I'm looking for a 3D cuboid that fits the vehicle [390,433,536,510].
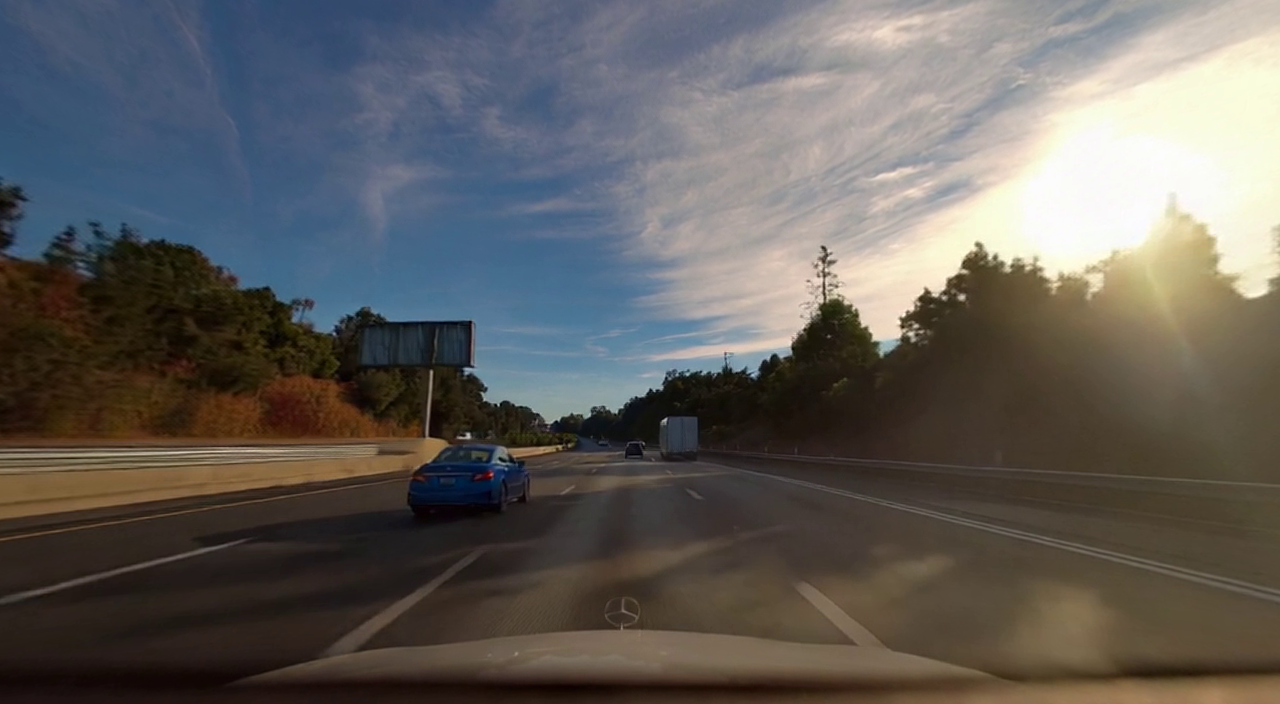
[{"bbox_3d":[-3.837,2.672,14.609,2.090,1.487,4.276,-1,-8,1],"label":"vehicle"}]
